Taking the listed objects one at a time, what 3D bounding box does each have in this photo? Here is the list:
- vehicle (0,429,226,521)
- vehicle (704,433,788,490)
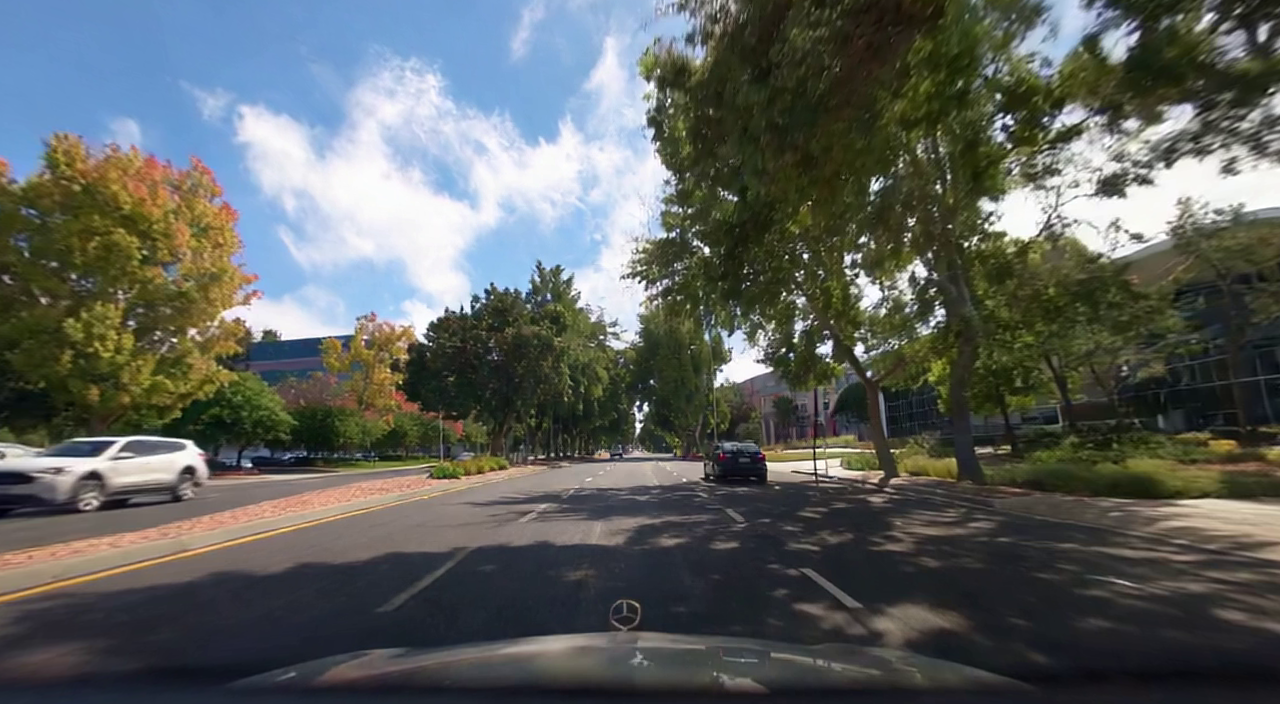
[{"bbox_3d":[-12.424,2.776,14.883,2.051,1.784,4.716,0,-8,1],"label":"vehicle"},{"bbox_3d":[3.551,3.751,22.012,2.083,1.743,4.354,0,-8,-1],"label":"vehicle"}]
